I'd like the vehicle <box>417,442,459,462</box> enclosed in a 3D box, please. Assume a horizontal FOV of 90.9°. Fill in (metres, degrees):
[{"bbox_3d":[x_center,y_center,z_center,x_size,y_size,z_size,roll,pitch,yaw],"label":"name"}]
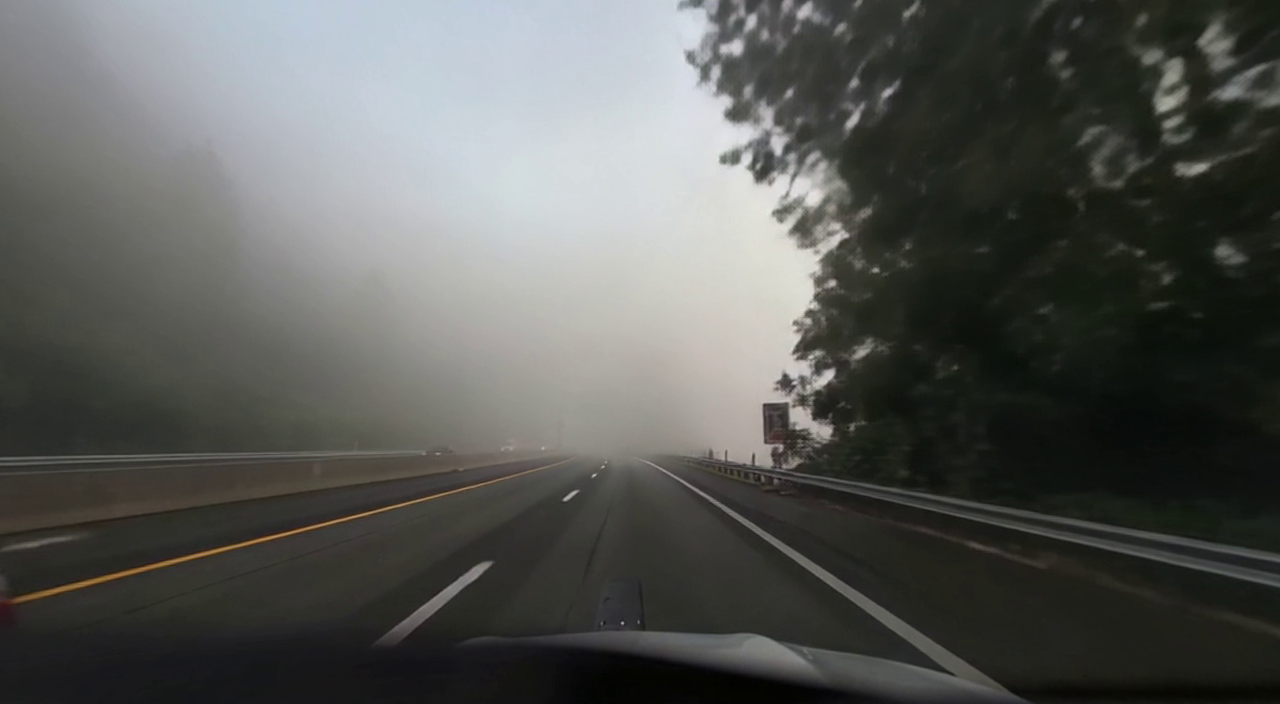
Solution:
[{"bbox_3d":[-15.827,7.858,49.548,1.903,1.485,4.494,0,-9,-2],"label":"vehicle"}]
